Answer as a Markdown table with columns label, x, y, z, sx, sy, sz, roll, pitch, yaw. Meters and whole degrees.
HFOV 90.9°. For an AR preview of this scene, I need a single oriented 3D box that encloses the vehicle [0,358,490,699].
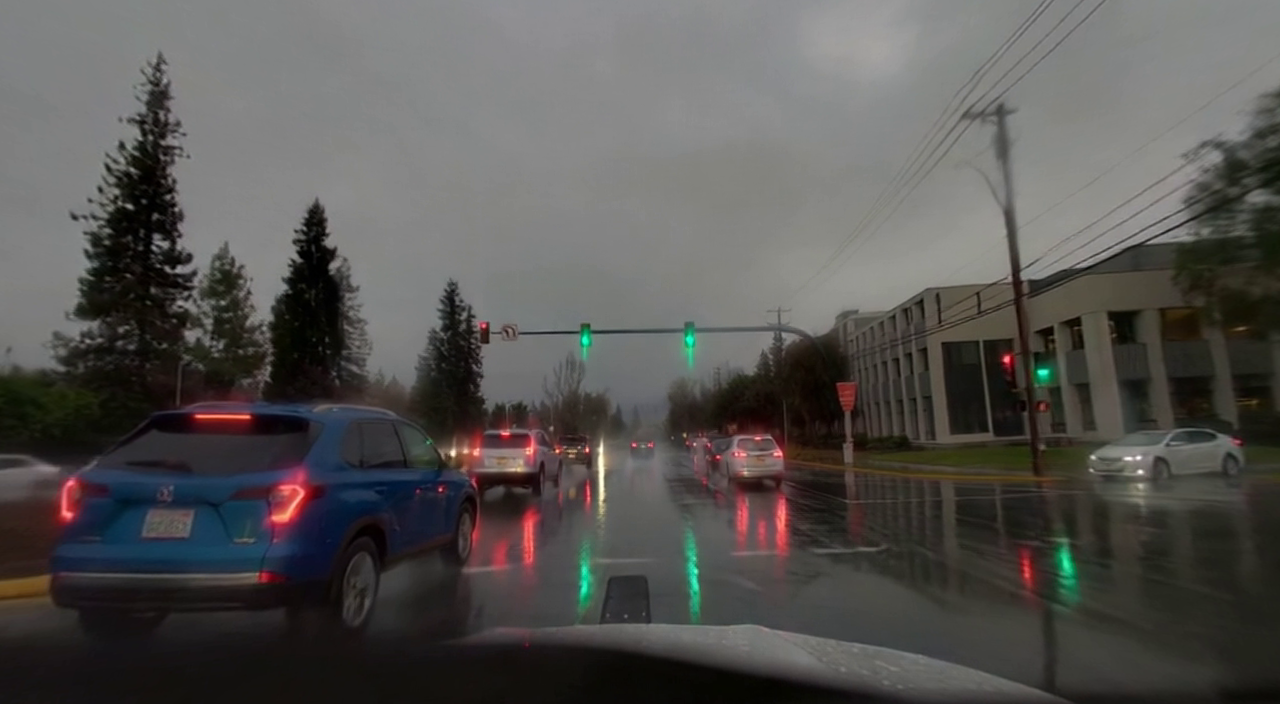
| label | x | y | z | sx | sy | sz | roll | pitch | yaw |
| --- | --- | --- | --- | --- | --- | --- | --- | --- | --- |
| vehicle | -2.960 | 1.229 | 5.489 | 2.127 | 1.754 | 4.287 | -1 | -8 | 2 |

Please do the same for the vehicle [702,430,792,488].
| label | x | y | z | sx | sy | sz | roll | pitch | yaw |
| --- | --- | --- | --- | --- | --- | --- | --- | --- | --- |
| vehicle | 3.492 | 3.584 | 21.479 | 2.201 | 1.734 | 4.564 | 0 | -8 | -1 |

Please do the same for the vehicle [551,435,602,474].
| label | x | y | z | sx | sy | sz | roll | pitch | yaw |
| --- | --- | --- | --- | --- | --- | --- | --- | --- | --- |
| vehicle | -2.938 | 4.846 | 29.955 | 1.900 | 1.677 | 4.128 | -1 | -8 | 1 |

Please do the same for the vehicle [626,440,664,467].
| label | x | y | z | sx | sy | sz | roll | pitch | yaw |
| --- | --- | --- | --- | --- | --- | --- | --- | --- | --- |
| vehicle | 0.306 | 6.167 | 38.530 | 2.185 | 1.515 | 4.215 | 0 | -8 | 1 |

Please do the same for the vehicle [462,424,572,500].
| label | x | y | z | sx | sy | sz | roll | pitch | yaw |
| --- | --- | --- | --- | --- | --- | --- | --- | --- | --- |
| vehicle | -3.116 | 2.889 | 16.941 | 1.958 | 1.744 | 4.315 | -1 | -8 | 1 |

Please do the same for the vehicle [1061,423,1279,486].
| label | x | y | z | sx | sy | sz | roll | pitch | yaw |
| --- | --- | --- | --- | --- | --- | --- | --- | --- | --- |
| vehicle | 14.323 | 2.789 | 17.234 | 4.119 | 1.574 | 2.028 | -2 | -9 | 13 |
